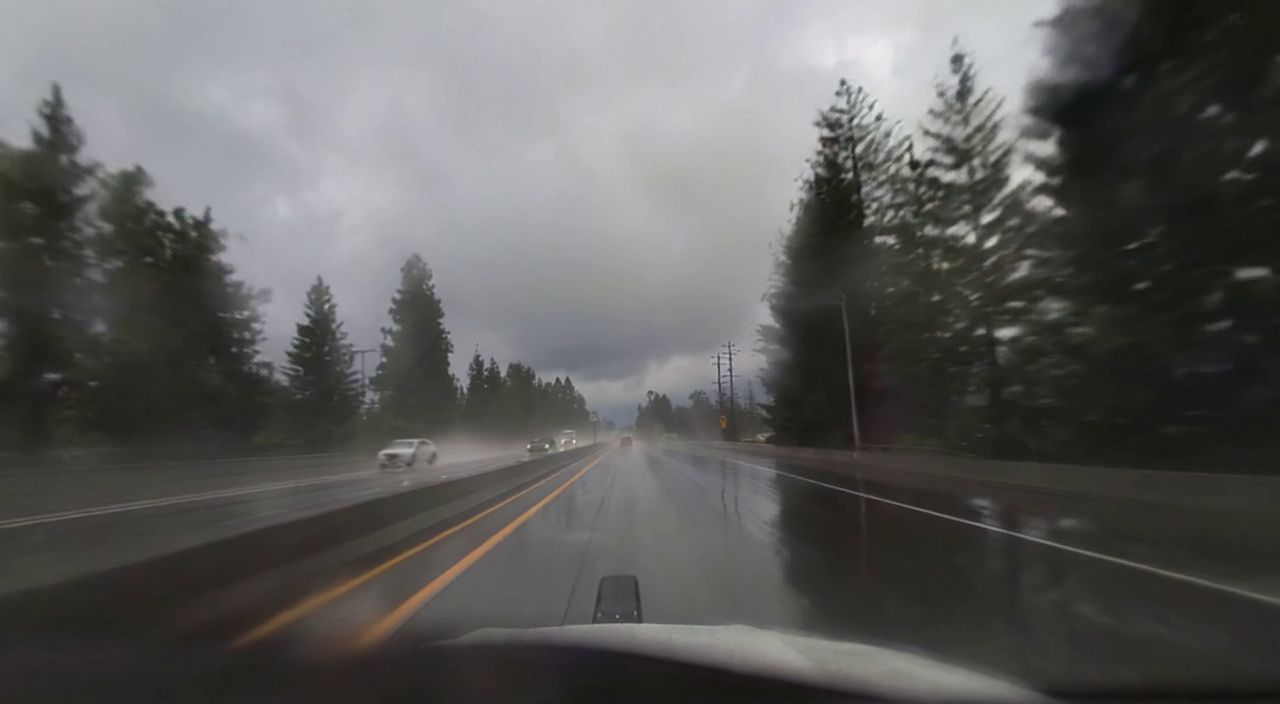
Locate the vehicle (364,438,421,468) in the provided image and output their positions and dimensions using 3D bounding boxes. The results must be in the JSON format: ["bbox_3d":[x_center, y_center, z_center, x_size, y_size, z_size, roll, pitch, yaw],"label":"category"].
[{"bbox_3d":[-13.578,5.525,34.785,1.790,1.507,3.493,0,-8,-1],"label":"vehicle"}]
